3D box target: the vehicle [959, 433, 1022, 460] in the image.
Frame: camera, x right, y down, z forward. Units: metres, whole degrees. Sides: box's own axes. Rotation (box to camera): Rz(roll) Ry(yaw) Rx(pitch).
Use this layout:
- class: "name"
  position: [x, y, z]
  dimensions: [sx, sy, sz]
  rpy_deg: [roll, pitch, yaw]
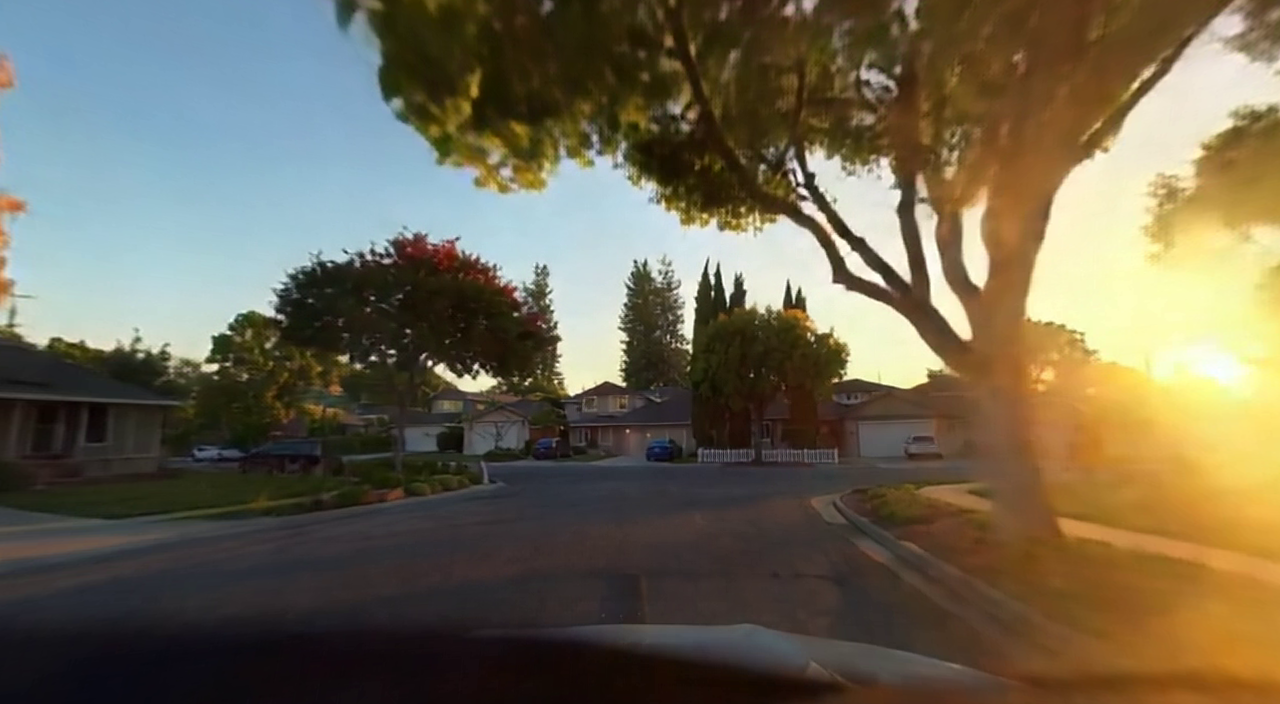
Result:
- class: "vehicle"
  position: [21.723, 5.901, 39.304]
  dimensions: [1.873, 1.556, 4.216]
  rpy_deg: [-1, -9, 7]

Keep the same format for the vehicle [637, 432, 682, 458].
- class: "vehicle"
  position: [1.401, 6.415, 43.477]
  dimensions: [1.942, 1.651, 4.655]
  rpy_deg: [-3, -9, 17]

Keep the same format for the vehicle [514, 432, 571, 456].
- class: "vehicle"
  position: [-7.288, 6.957, 47.619]
  dimensions: [1.942, 1.700, 4.478]
  rpy_deg: [-4, -10, 27]

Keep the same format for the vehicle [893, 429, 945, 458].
- class: "vehicle"
  position: [18.011, 5.951, 40.954]
  dimensions: [1.937, 1.731, 4.179]
  rpy_deg: [-1, -9, 8]
